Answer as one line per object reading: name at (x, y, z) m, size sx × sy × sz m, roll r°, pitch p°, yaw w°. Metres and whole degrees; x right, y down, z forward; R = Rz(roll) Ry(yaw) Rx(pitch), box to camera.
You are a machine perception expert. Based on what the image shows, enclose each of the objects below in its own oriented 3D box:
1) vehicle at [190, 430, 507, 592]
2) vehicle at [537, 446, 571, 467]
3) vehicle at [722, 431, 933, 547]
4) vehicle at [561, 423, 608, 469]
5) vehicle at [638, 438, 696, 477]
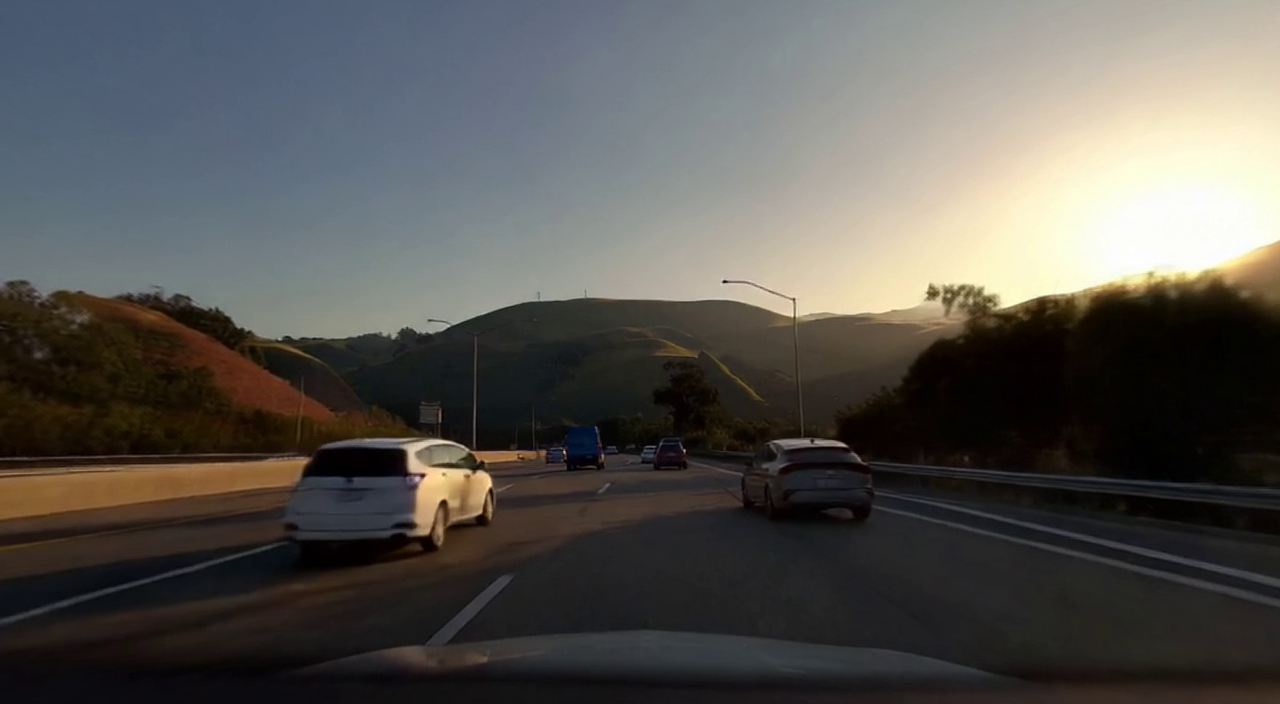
vehicle at (-3.209, 1.824, 8.129) m, size 1.990 × 1.501 × 4.250 m, roll 0°, pitch -8°, yaw 1°
vehicle at (-6.520, 7.910, 48.099) m, size 1.964 × 1.487 × 4.417 m, roll 0°, pitch -8°, yaw 0°
vehicle at (2.767, 2.137, 10.566) m, size 2.050 × 1.491 × 4.362 m, roll 0°, pitch -8°, yaw -2°
vehicle at (-3.367, 5.927, 39.725) m, size 2.396 × 2.664 × 5.735 m, roll 0°, pitch -9°, yaw 1°
vehicle at (1.196, 4.950, 29.829) m, size 2.270 × 1.660 × 4.101 m, roll 0°, pitch -8°, yaw -4°
